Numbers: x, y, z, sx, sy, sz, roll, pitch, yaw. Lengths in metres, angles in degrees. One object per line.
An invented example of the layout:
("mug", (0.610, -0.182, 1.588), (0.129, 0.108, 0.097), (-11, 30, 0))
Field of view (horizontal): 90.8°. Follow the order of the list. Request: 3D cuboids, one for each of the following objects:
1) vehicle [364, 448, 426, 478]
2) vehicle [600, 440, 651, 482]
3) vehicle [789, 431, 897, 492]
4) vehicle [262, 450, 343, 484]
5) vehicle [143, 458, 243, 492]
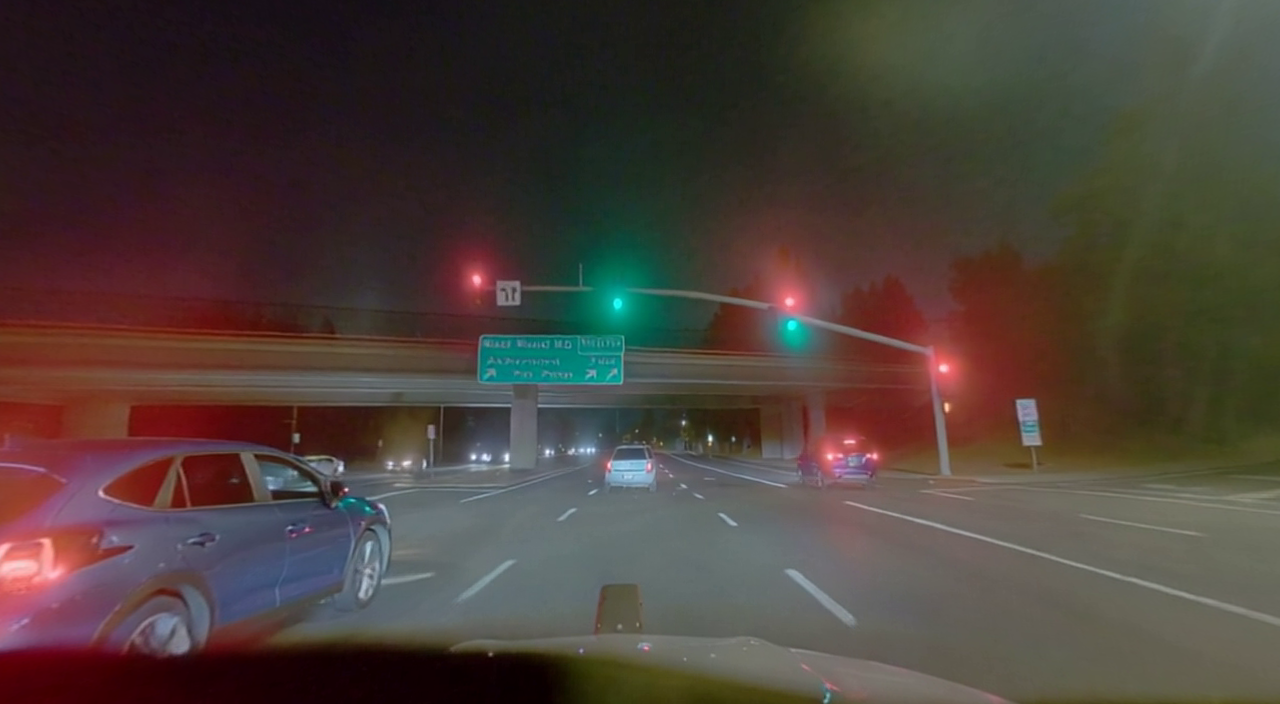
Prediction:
("vehicle", (-16.375, 7.383, 42.480), (2.132, 1.664, 4.720), (-4, -8, 2))
("vehicle", (-0.574, 4.949, 29.003), (2.060, 1.768, 4.681), (0, -8, 2))
("vehicle", (6.629, 3.614, 21.203), (2.074, 1.785, 4.320), (0, -8, -1))
("vehicle", (-19.272, 6.550, 36.398), (1.990, 1.789, 4.973), (0, -8, -1))
("vehicle", (-23.356, 6.407, 33.264), (1.849, 1.539, 4.665), (0, -8, -1))
